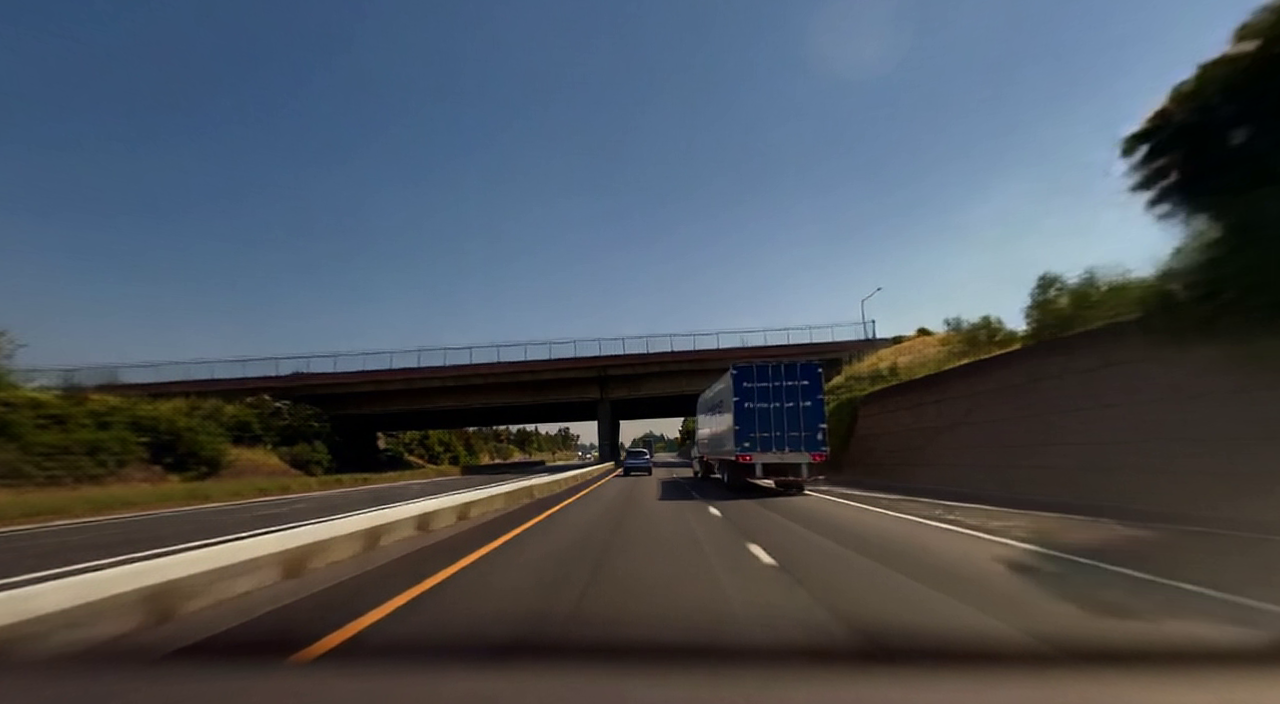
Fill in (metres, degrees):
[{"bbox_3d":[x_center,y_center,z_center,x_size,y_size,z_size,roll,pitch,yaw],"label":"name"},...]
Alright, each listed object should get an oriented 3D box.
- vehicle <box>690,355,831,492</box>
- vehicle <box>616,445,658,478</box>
[{"bbox_3d":[4.346,3.339,26.938,3.167,4.180,14.924,2,-9,0],"label":"vehicle"},{"bbox_3d":[-0.116,6.019,34.627,2.160,1.691,4.243,0,-9,1],"label":"vehicle"}]
